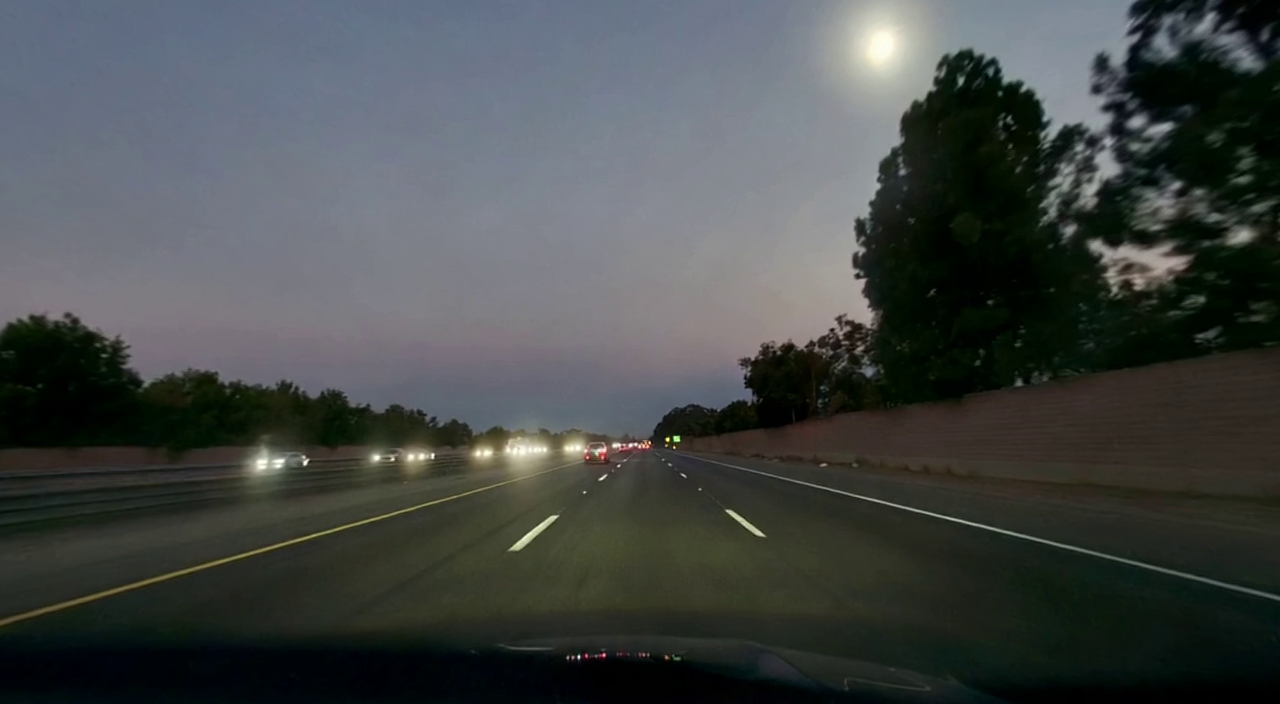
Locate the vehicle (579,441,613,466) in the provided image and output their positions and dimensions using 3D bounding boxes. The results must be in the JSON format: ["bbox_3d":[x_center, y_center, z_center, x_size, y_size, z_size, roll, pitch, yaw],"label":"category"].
[{"bbox_3d":[-3.201,7.512,46.770,2.166,1.723,4.267,0,-9,1],"label":"vehicle"}]
